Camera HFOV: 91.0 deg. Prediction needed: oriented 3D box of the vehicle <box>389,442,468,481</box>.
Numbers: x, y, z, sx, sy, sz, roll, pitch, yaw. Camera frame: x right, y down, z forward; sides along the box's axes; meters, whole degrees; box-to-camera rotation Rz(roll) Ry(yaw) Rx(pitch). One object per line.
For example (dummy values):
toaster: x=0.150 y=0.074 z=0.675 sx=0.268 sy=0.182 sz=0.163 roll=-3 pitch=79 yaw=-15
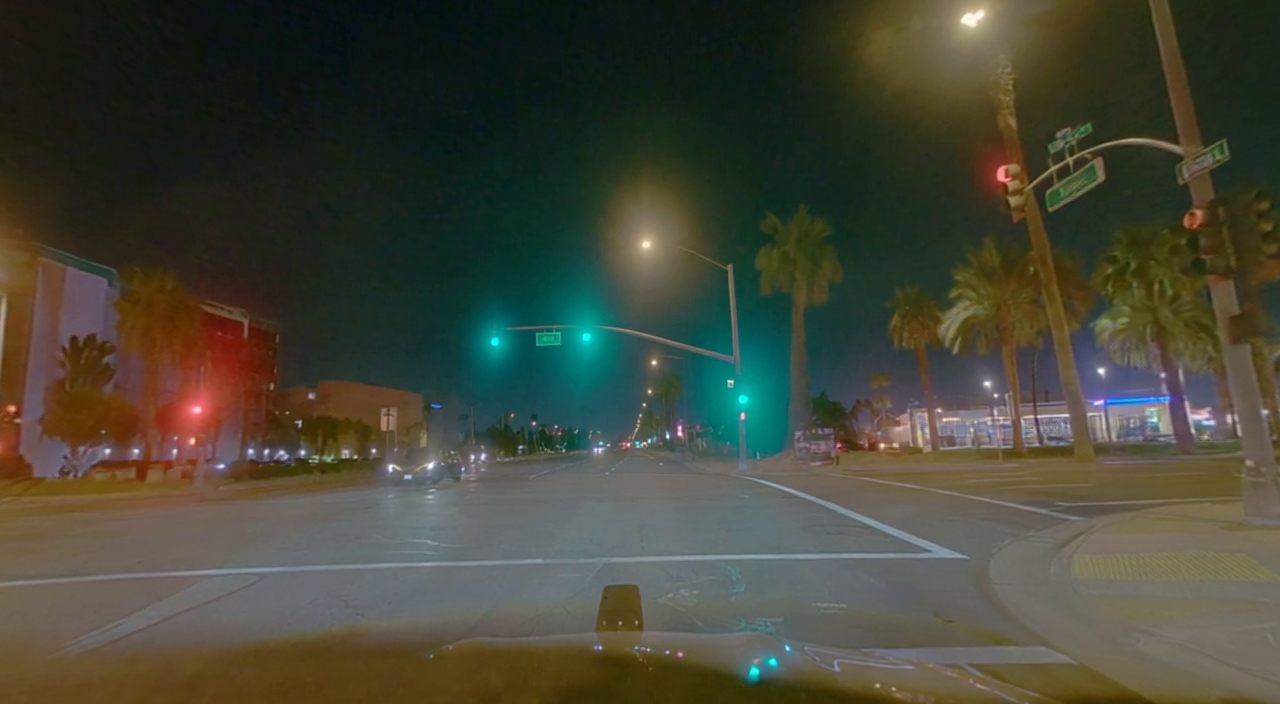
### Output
vehicle: x=-10.742 y=5.581 z=32.364 sx=2.270 sy=1.833 sz=4.860 roll=0 pitch=-9 yaw=1
